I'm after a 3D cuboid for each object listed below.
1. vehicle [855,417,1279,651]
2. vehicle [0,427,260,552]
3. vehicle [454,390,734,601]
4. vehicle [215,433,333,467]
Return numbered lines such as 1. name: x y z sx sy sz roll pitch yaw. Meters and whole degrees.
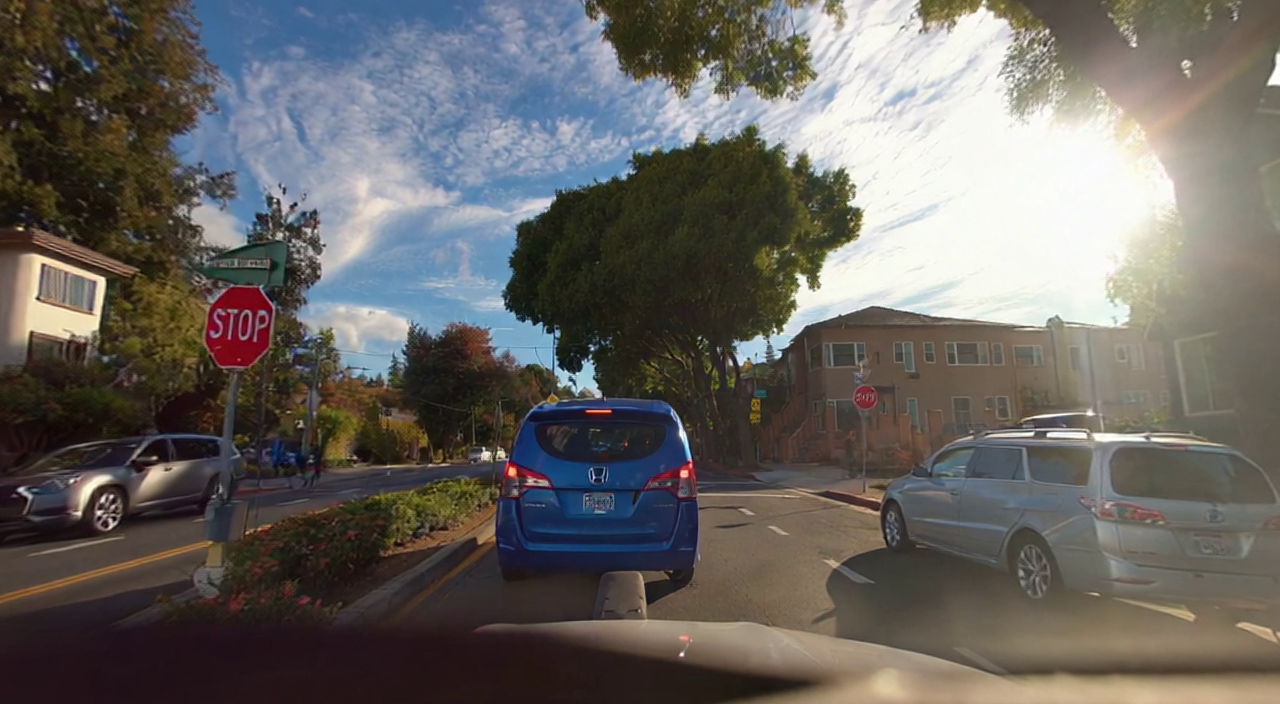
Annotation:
1. vehicle: 4.217 1.680 6.908 1.959 1.581 4.731 4 -9 -2
2. vehicle: -8.293 2.020 10.055 1.825 1.532 4.083 -3 -7 2
3. vehicle: -0.402 1.569 7.768 2.377 1.787 4.652 0 -8 0
4. vehicle: -17.177 4.621 29.702 4.387 1.495 1.811 1 -8 -3
